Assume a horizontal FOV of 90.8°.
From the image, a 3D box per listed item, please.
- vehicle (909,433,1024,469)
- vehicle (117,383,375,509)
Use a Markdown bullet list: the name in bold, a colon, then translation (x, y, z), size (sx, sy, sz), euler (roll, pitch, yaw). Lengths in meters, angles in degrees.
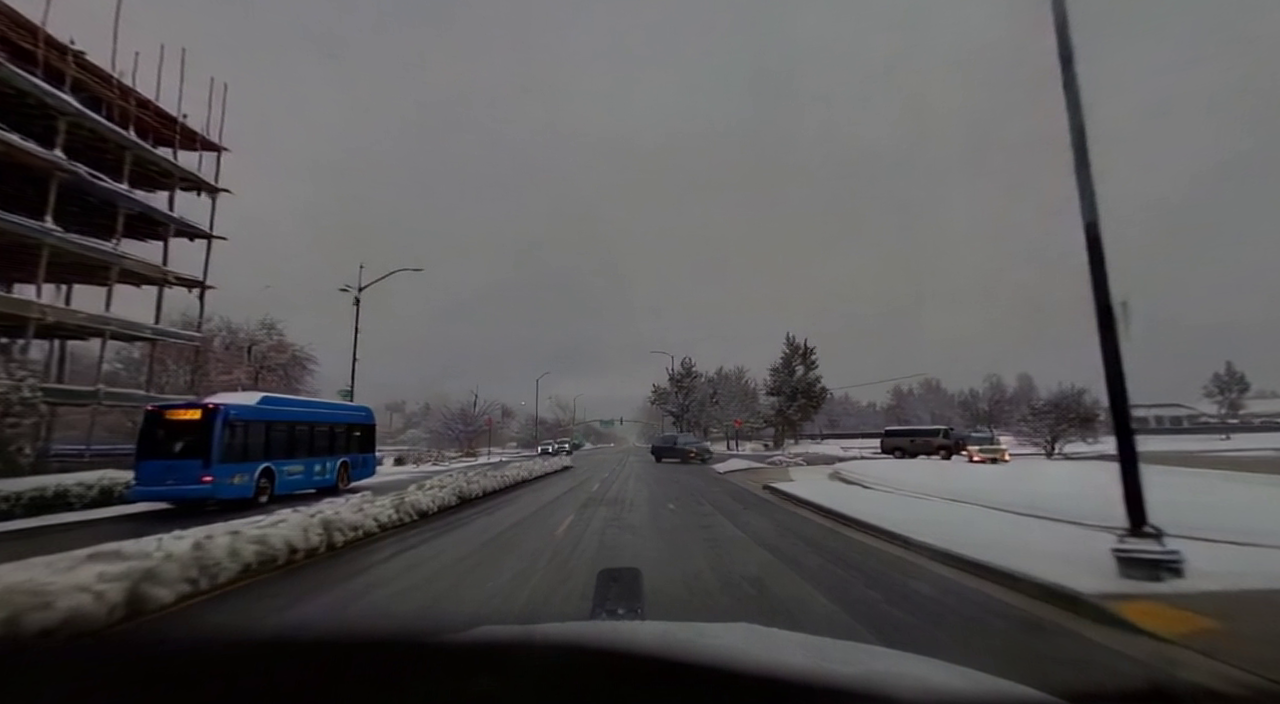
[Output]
- **vehicle**: translation (13.943, 4.259, 27.125), size (3.897, 1.470, 1.829), euler (0, -8, -1)
- **vehicle**: translation (-10.148, 2.565, 17.284), size (2.979, 2.803, 5.962), euler (0, -9, 2)
